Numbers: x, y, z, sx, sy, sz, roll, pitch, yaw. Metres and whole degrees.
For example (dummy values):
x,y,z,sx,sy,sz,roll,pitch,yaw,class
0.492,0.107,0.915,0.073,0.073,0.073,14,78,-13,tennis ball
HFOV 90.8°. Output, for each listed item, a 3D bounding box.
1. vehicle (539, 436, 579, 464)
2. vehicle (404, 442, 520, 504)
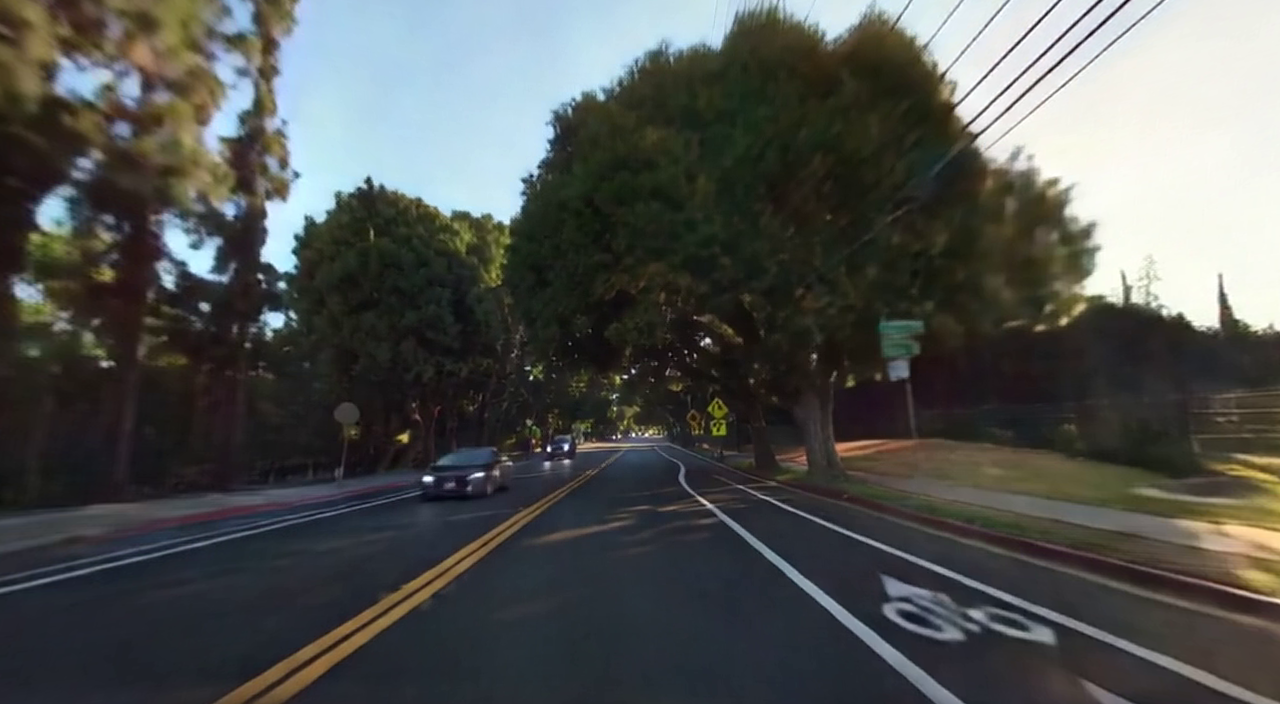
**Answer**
x,y,z,sx,sy,sz,roll,pitch,yaw,class
-5.510,6.738,43.445,2.228,1.792,4.397,0,-8,-1,vehicle
-4.728,3.247,17.462,1.966,1.468,4.207,0,-8,0,vehicle
